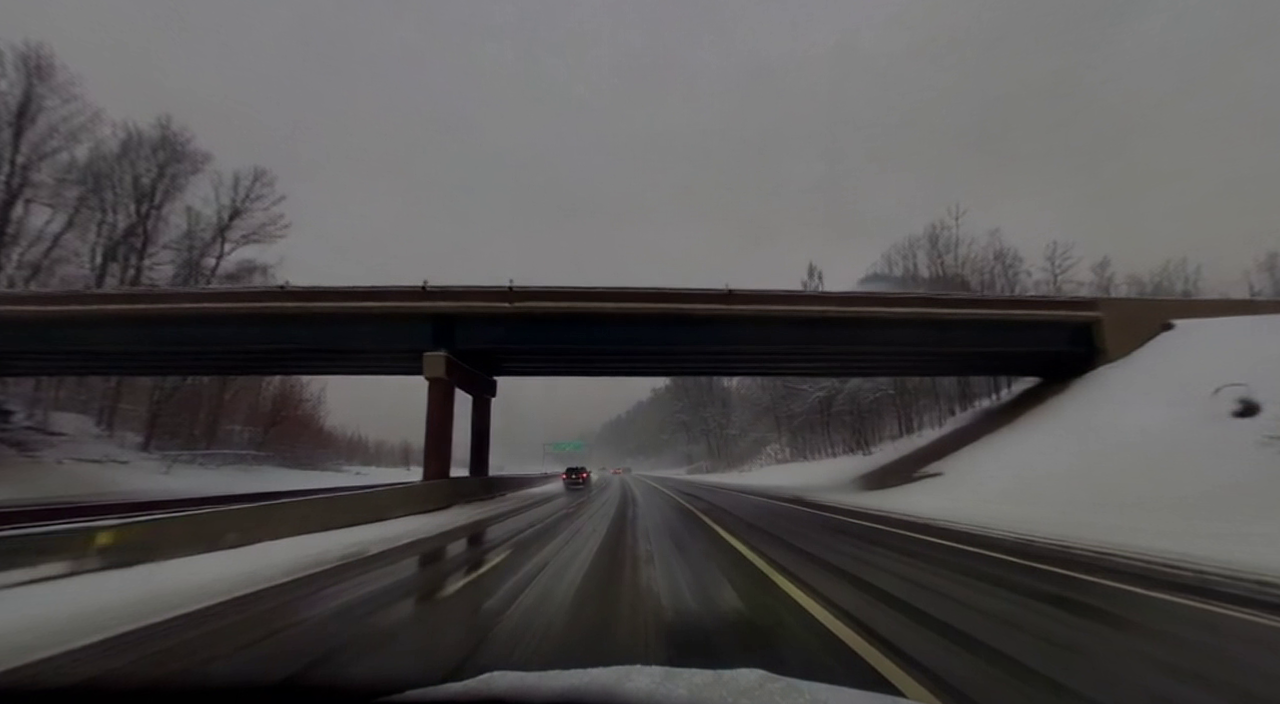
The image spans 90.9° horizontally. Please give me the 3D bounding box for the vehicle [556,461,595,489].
[{"bbox_3d":[-4.452,8.607,44.126,2.286,1.757,5.057,1,-11,-1],"label":"vehicle"}]
